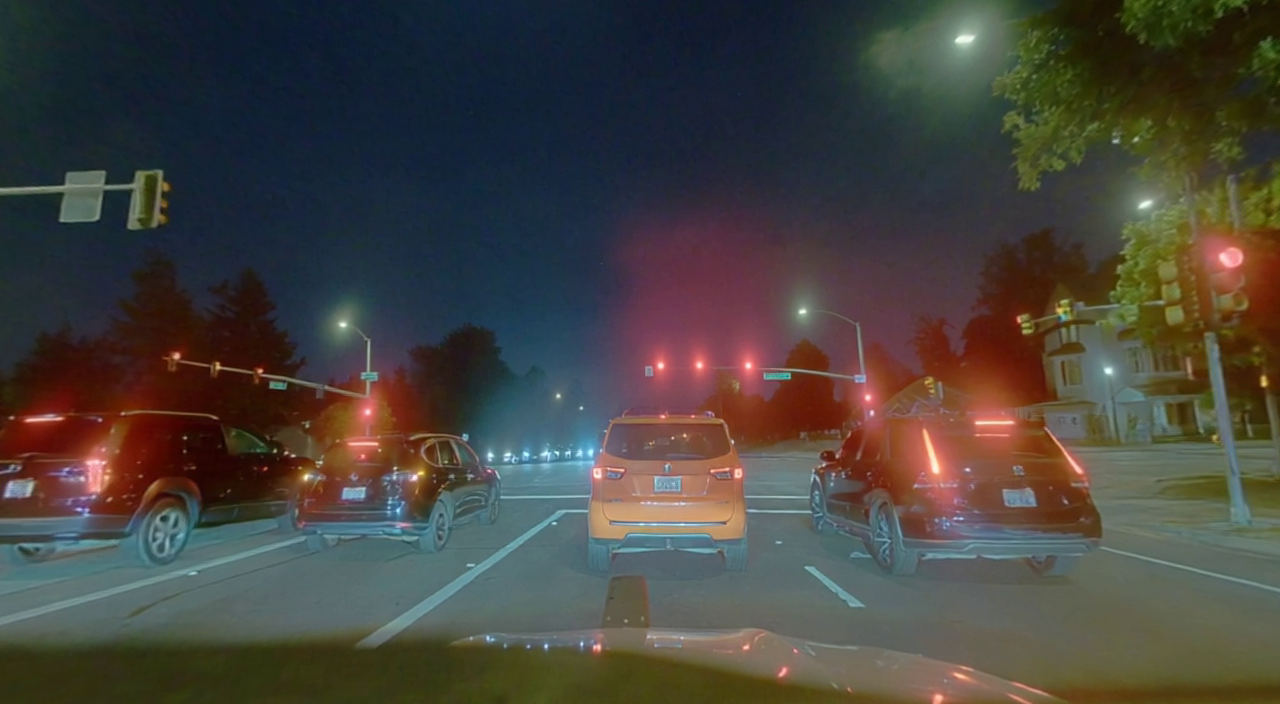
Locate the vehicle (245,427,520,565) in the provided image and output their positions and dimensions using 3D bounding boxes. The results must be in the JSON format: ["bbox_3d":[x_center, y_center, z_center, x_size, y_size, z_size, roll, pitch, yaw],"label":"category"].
[{"bbox_3d":[-3.239,1.886,9.106,1.885,1.475,4.359,-1,-8,4],"label":"vehicle"}]

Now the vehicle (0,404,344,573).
[{"bbox_3d":[-6.624,1.825,9.243,2.075,1.796,4.785,0,-8,2],"label":"vehicle"}]

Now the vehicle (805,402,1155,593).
[{"bbox_3d":[3.525,1.586,7.741,2.047,1.638,4.395,-1,-8,4],"label":"vehicle"}]

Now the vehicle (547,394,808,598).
[{"bbox_3d":[0.390,1.523,7.497,2.198,1.708,4.170,0,-8,2],"label":"vehicle"}]
